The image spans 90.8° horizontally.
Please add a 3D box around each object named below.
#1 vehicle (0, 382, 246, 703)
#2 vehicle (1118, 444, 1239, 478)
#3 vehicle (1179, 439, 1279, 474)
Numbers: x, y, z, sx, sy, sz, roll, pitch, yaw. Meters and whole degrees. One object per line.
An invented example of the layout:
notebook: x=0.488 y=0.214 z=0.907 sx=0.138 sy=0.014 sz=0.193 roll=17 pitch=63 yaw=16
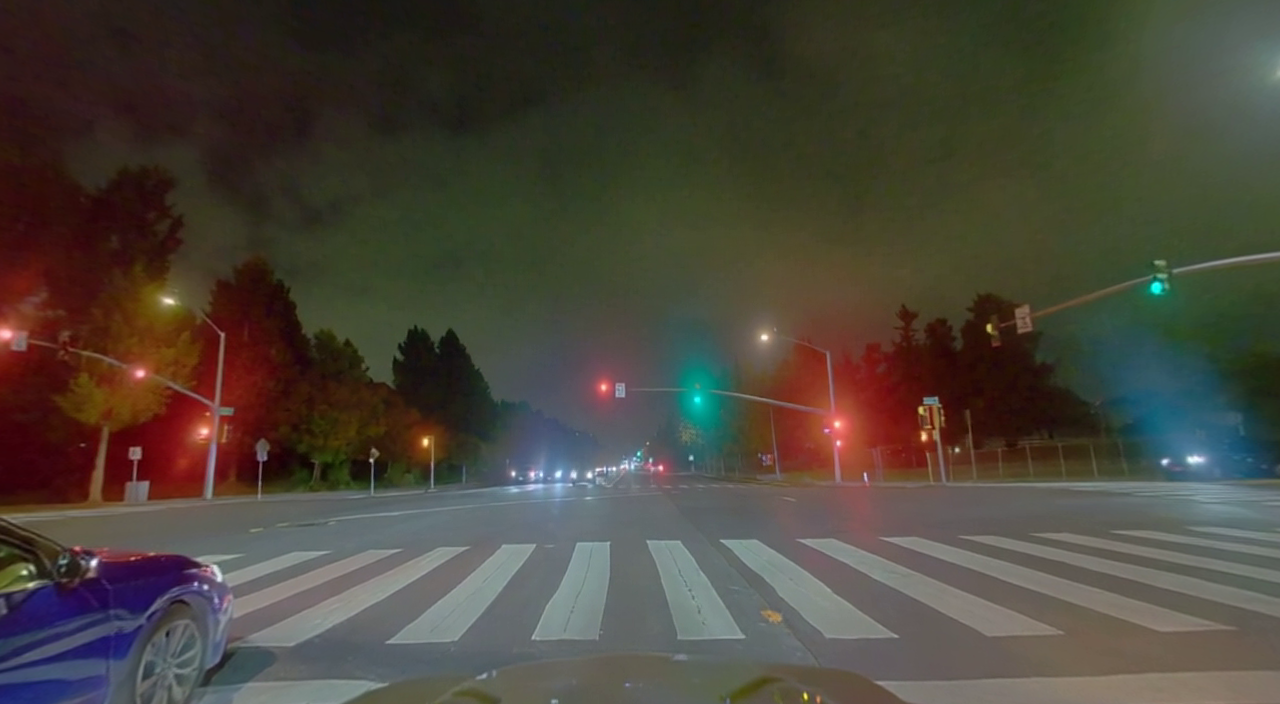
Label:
vehicle: x=-2.989 y=0.753 z=1.238 sx=1.969 sy=1.513 sz=3.773 roll=0 pitch=-8 yaw=0
vehicle: x=25.106 y=5.047 z=29.521 sx=4.123 sy=1.469 sz=1.790 roll=0 pitch=-8 yaw=-5
vehicle: x=25.674 y=4.379 z=26.586 sx=4.347 sy=1.411 sz=1.784 roll=0 pitch=-8 yaw=-2
